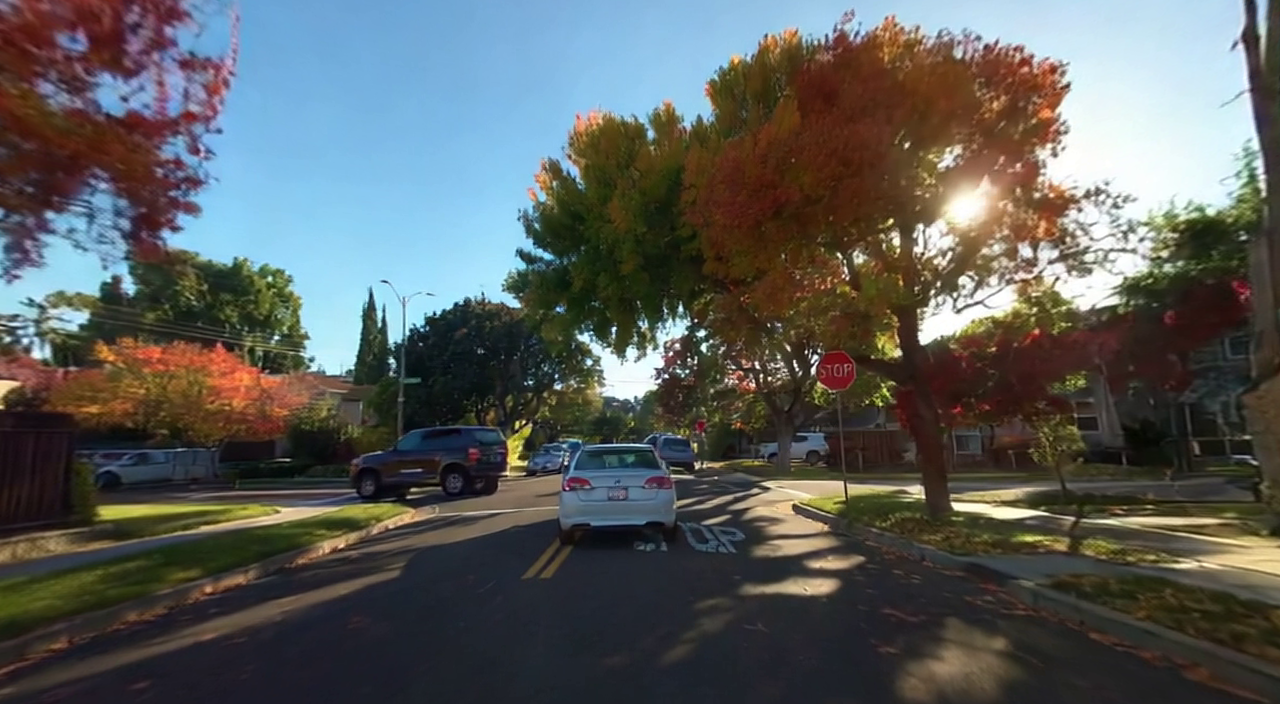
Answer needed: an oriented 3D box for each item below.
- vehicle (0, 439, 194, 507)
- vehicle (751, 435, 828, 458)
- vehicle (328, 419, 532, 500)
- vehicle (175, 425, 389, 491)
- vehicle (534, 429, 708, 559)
[{"bbox_3d":[-15.286,3.374,17.290,4.521,1.447,1.913,-4,-13,0],"label":"vehicle"},{"bbox_3d":[11.356,7.224,47.970,5.379,1.731,2.080,0,-8,-1],"label":"vehicle"},{"bbox_3d":[-6.643,3.329,19.823,5.941,2.187,2.730,-5,-10,29],"label":"vehicle"},{"bbox_3d":[-12.290,3.626,21.727,6.308,2.057,2.353,-2,-9,12],"label":"vehicle"},{"bbox_3d":[-0.248,1.961,9.413,2.010,1.499,4.107,0,-8,-1],"label":"vehicle"}]
